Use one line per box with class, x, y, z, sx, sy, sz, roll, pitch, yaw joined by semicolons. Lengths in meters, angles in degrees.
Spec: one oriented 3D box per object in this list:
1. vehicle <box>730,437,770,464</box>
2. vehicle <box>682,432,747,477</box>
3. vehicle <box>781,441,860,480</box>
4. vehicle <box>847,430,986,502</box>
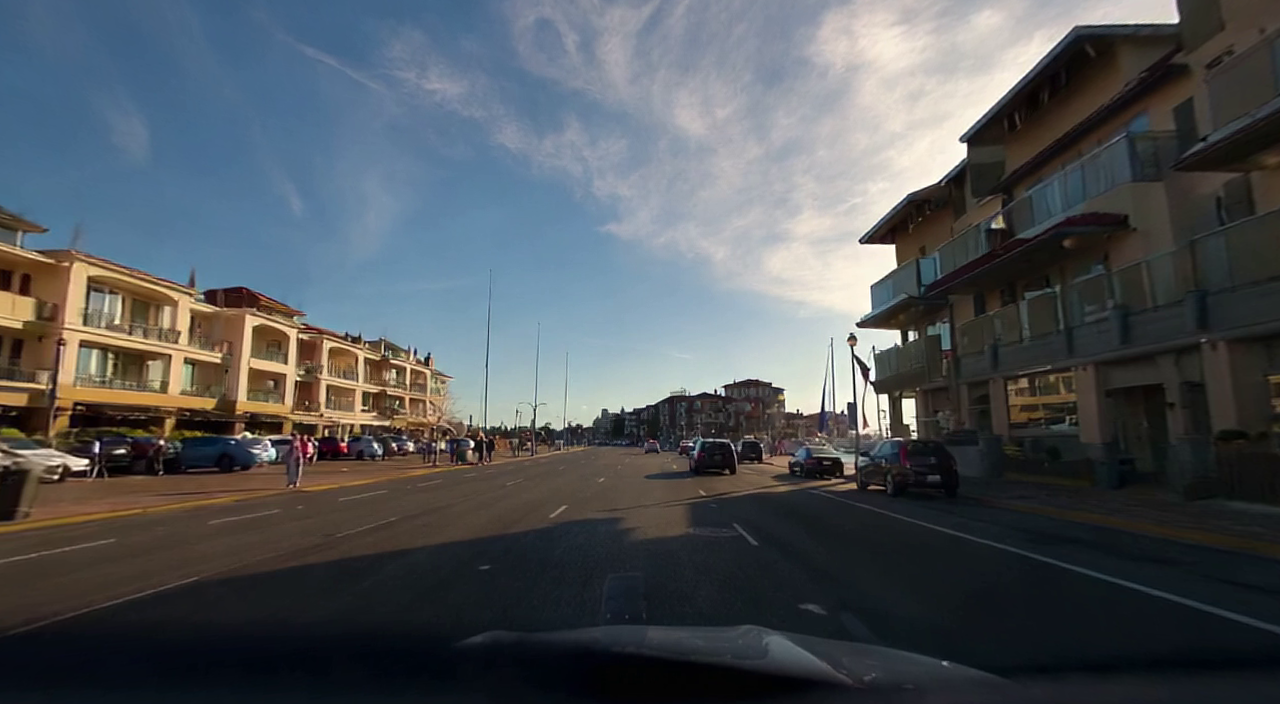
vehicle;7.762;7.017;44.934;2.029;1.750;4.825;-1;-9;1
vehicle;2.933;4.148;25.600;2.047;1.640;4.051;0;-9;-1
vehicle;7.678;4.640;27.263;2.112;1.514;4.371;0;-9;0
vehicle;7.539;3.144;17.764;1.901;1.726;4.517;-1;-9;1
